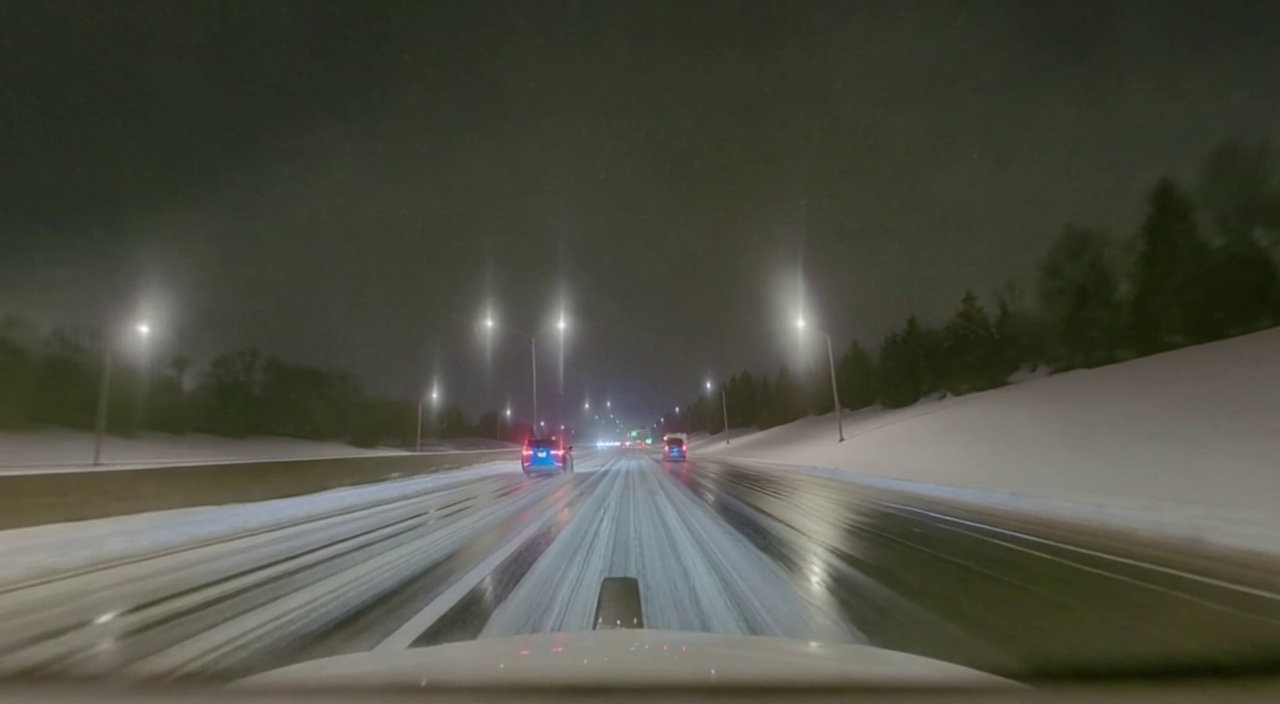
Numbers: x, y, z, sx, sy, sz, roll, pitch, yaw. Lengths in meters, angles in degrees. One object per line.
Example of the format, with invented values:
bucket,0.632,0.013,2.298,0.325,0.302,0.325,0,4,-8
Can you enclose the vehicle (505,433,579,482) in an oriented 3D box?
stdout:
vehicle,-3.837,4.261,25.778,2.205,1.773,5.124,0,-9,0
